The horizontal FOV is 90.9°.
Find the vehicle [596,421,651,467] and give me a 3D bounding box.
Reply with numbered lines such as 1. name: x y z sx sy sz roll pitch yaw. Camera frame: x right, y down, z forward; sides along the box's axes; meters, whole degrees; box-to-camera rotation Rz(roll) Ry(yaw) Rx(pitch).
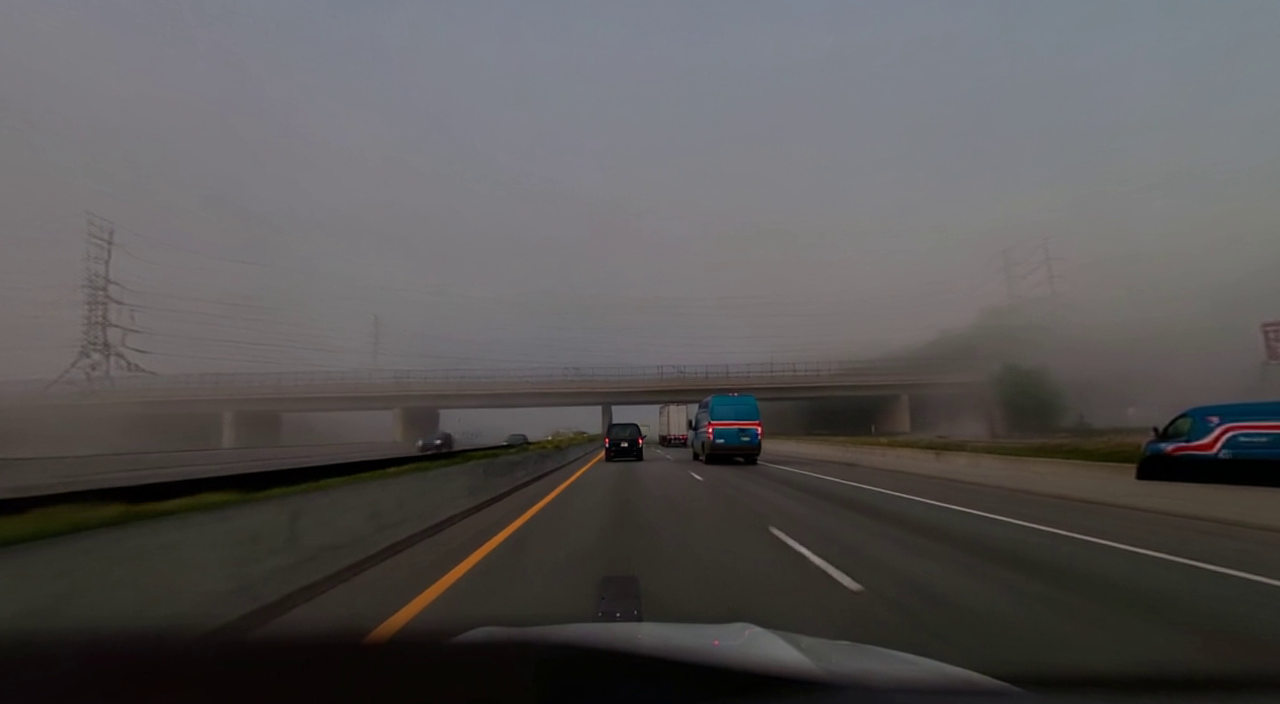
1. vehicle: -0.671 3.792 26.096 2.073 1.750 4.116 0 -8 -2

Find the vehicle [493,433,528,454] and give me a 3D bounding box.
1. vehicle: -9.968 7.048 48.787 1.952 1.507 4.281 0 -8 -1

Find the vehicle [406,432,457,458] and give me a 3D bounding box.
1. vehicle: -14.264 6.392 43.363 2.056 1.689 4.491 0 -8 -1

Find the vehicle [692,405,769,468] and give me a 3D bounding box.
1. vehicle: 3.823 3.717 27.842 2.387 2.506 5.374 0 -8 -2
